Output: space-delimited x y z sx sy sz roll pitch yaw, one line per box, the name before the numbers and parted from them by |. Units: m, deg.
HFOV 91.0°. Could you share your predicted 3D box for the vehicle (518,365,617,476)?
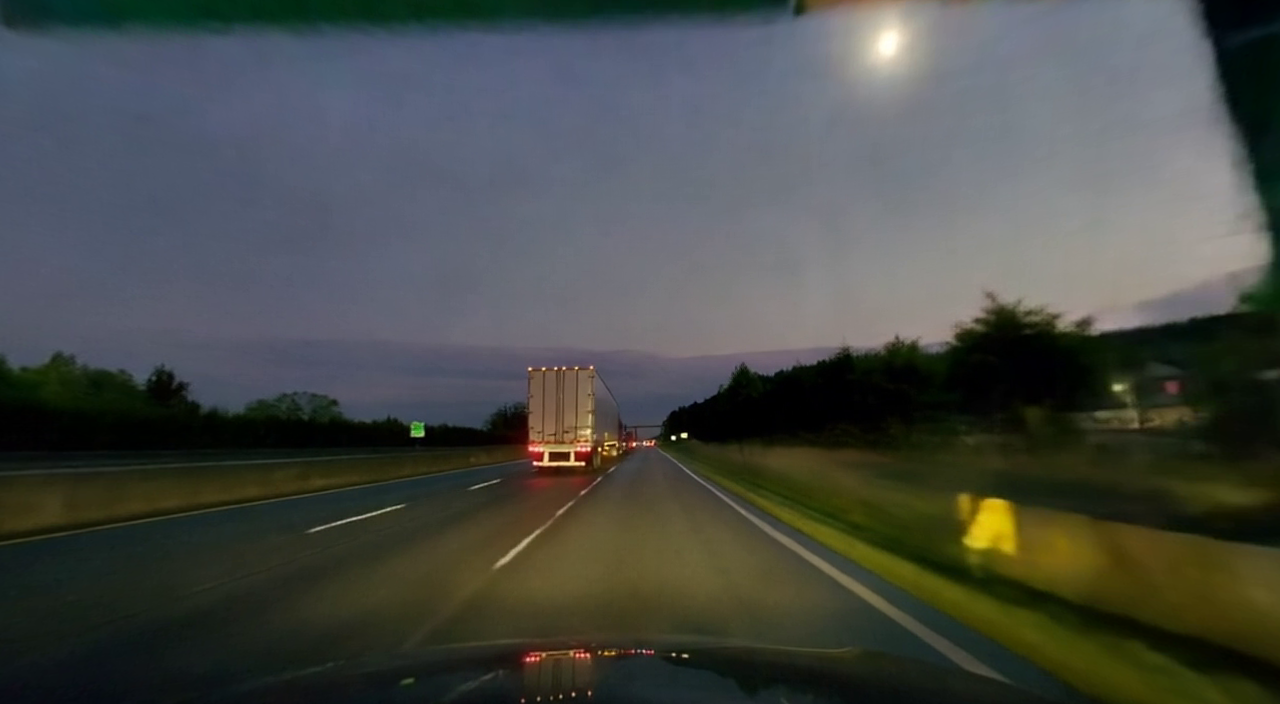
vehicle | -2.914 3.555 30.403 2.947 4.051 14.256 1 -8 1
